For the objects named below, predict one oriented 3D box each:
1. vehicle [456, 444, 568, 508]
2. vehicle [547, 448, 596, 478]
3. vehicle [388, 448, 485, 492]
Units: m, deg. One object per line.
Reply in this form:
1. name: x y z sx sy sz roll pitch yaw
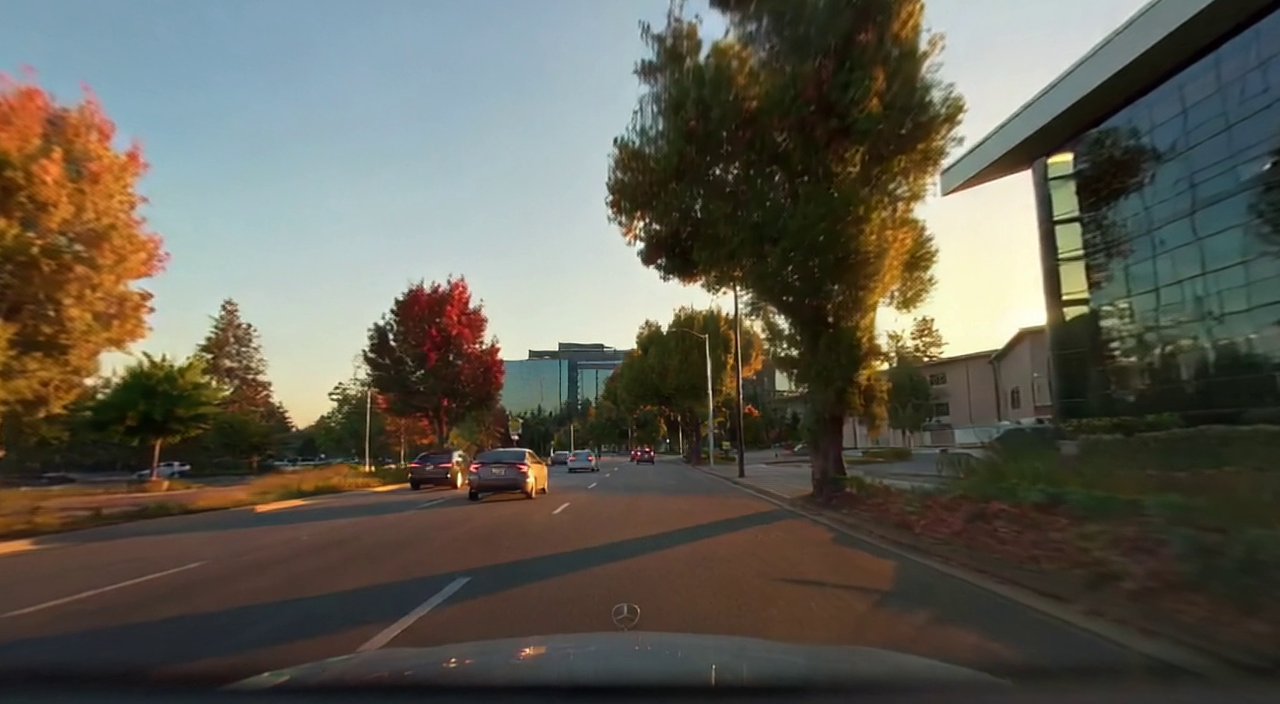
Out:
1. vehicle: -3.266 3.266 17.147 2.011 1.483 4.596 0 -9 1
2. vehicle: -3.443 5.697 32.607 1.971 1.414 4.317 0 -9 1
3. vehicle: -7.496 4.371 23.811 1.976 1.497 4.709 0 -9 2
